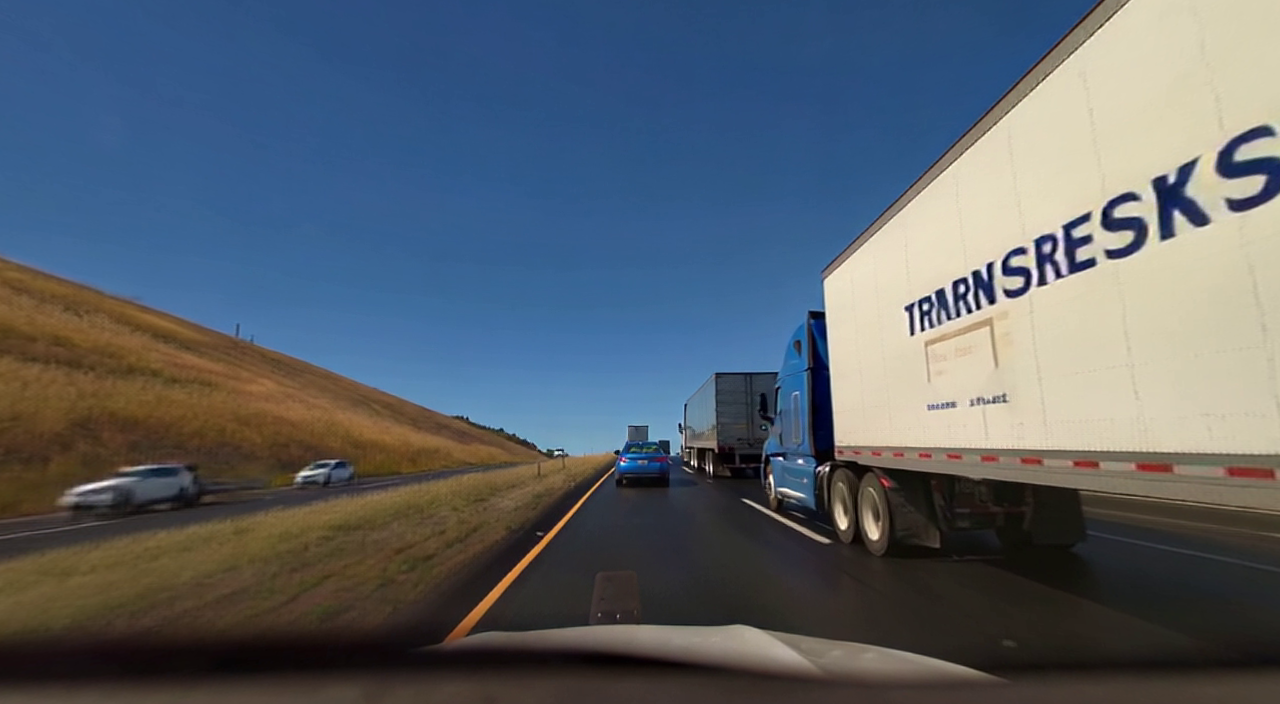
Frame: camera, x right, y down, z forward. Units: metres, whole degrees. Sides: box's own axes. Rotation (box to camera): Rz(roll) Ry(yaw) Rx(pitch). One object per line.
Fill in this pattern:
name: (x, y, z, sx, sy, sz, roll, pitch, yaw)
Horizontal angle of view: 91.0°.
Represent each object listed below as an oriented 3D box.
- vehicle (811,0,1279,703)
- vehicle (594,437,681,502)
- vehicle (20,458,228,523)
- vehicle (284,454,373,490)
vehicle: (4.339, -0.634, 1.620, 3.410, 4.438, 14.410, 0, -8, -1)
vehicle: (-0.084, 3.056, 16.831, 2.045, 1.507, 3.763, -1, -8, -1)
vehicle: (-14.531, 3.879, 18.197, 2.046, 1.490, 4.634, -1, -8, 1)
vehicle: (-15.044, 5.801, 30.676, 2.081, 1.476, 4.233, -1, -8, 1)
